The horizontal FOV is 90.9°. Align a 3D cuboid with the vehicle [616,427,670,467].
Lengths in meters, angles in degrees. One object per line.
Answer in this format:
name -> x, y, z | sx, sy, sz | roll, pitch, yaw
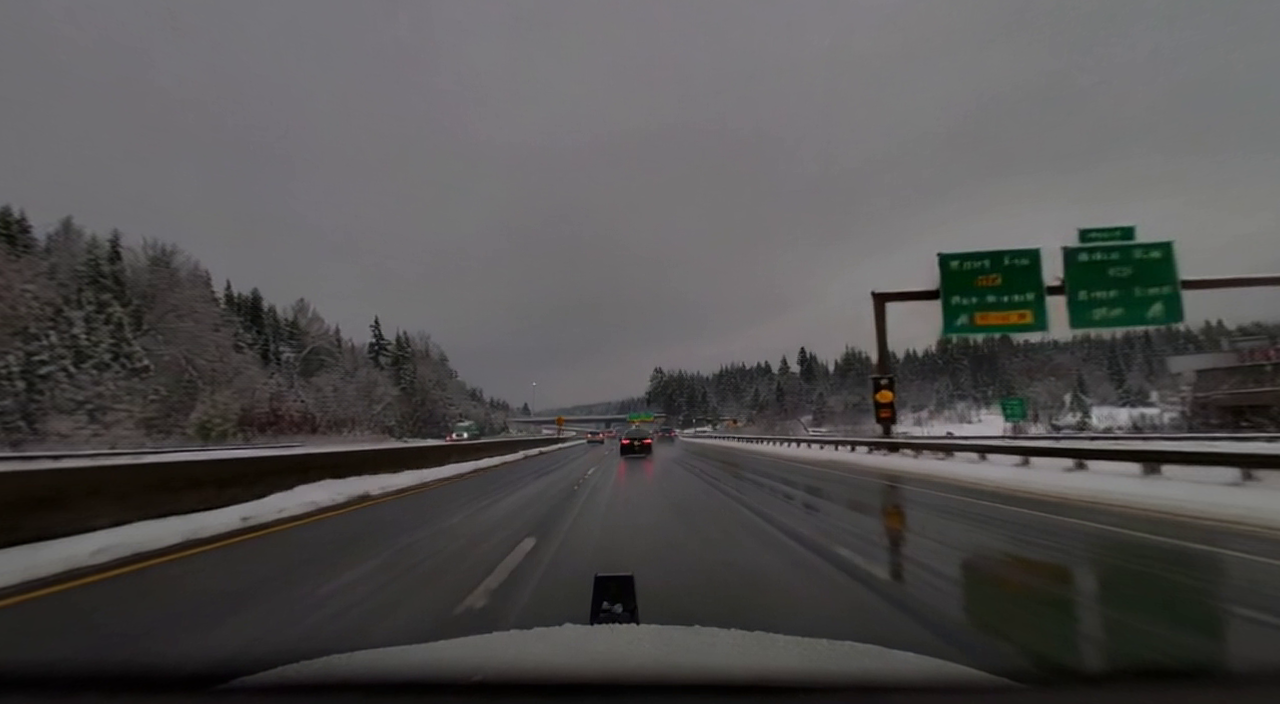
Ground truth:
vehicle -> 0.062, 3.952, 26.474 | 2.086, 1.554, 3.875 | 0, -8, -2
